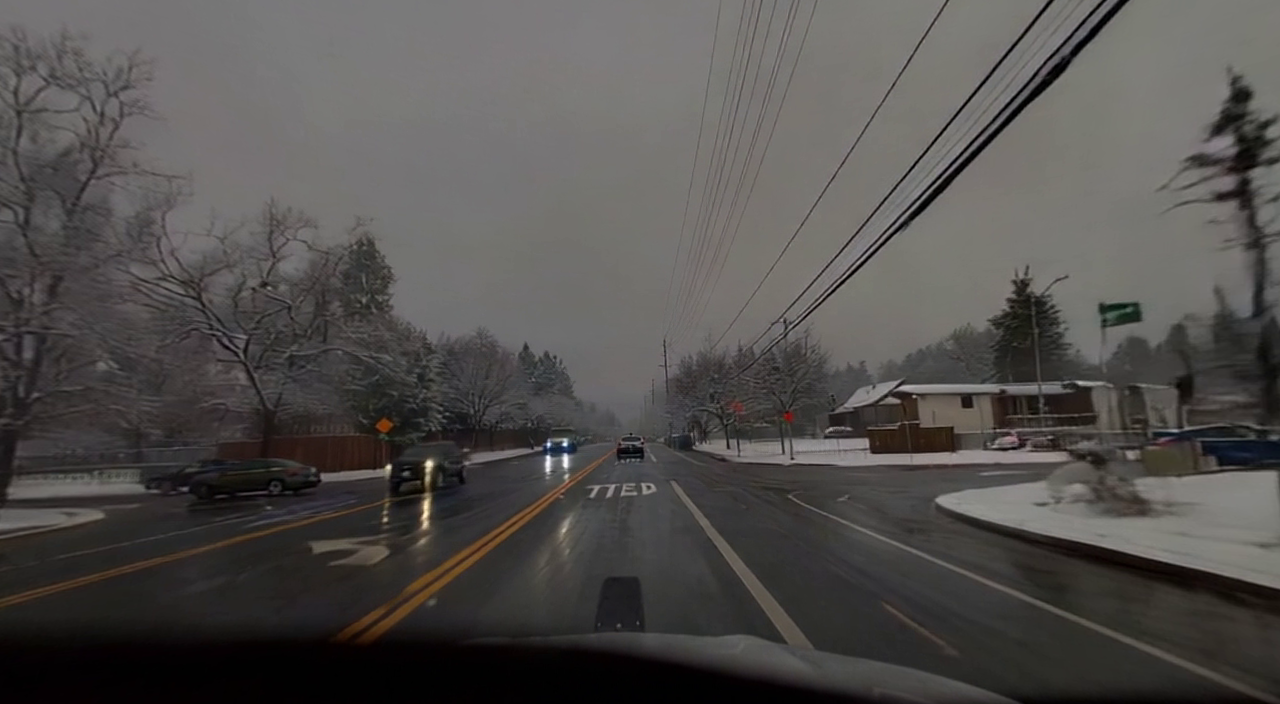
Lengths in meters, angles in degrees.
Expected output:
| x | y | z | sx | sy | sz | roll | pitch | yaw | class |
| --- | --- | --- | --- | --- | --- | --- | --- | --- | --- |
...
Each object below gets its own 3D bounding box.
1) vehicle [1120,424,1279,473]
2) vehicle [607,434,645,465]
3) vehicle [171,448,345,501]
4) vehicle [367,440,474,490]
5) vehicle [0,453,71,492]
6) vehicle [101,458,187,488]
| x | y | z | sx | sy | sz | roll | pitch | yaw | class |
| --- | --- | --- | --- | --- | --- | --- | --- | --- | --- |
| 18.623 | 3.151 | 20.650 | 4.292 | 1.489 | 1.895 | 0 | -8 | -1 | vehicle |
| -0.690 | 4.993 | 32.438 | 1.877 | 1.448 | 3.830 | 0 | -8 | 0 | vehicle |
| -14.132 | 4.528 | 23.631 | 5.190 | 1.502 | 2.085 | -4 | -8 | -1 | vehicle |
| -7.200 | 3.739 | 21.307 | 2.034 | 1.464 | 4.438 | 0 | -8 | 0 | vehicle |
| -36.549 | 6.960 | 36.721 | 2.162 | 2.070 | 5.031 | 0 | -8 | 1 | vehicle |
| -28.188 | 6.842 | 36.052 | 1.806 | 1.503 | 3.853 | 0 | -8 | -2 | vehicle |
